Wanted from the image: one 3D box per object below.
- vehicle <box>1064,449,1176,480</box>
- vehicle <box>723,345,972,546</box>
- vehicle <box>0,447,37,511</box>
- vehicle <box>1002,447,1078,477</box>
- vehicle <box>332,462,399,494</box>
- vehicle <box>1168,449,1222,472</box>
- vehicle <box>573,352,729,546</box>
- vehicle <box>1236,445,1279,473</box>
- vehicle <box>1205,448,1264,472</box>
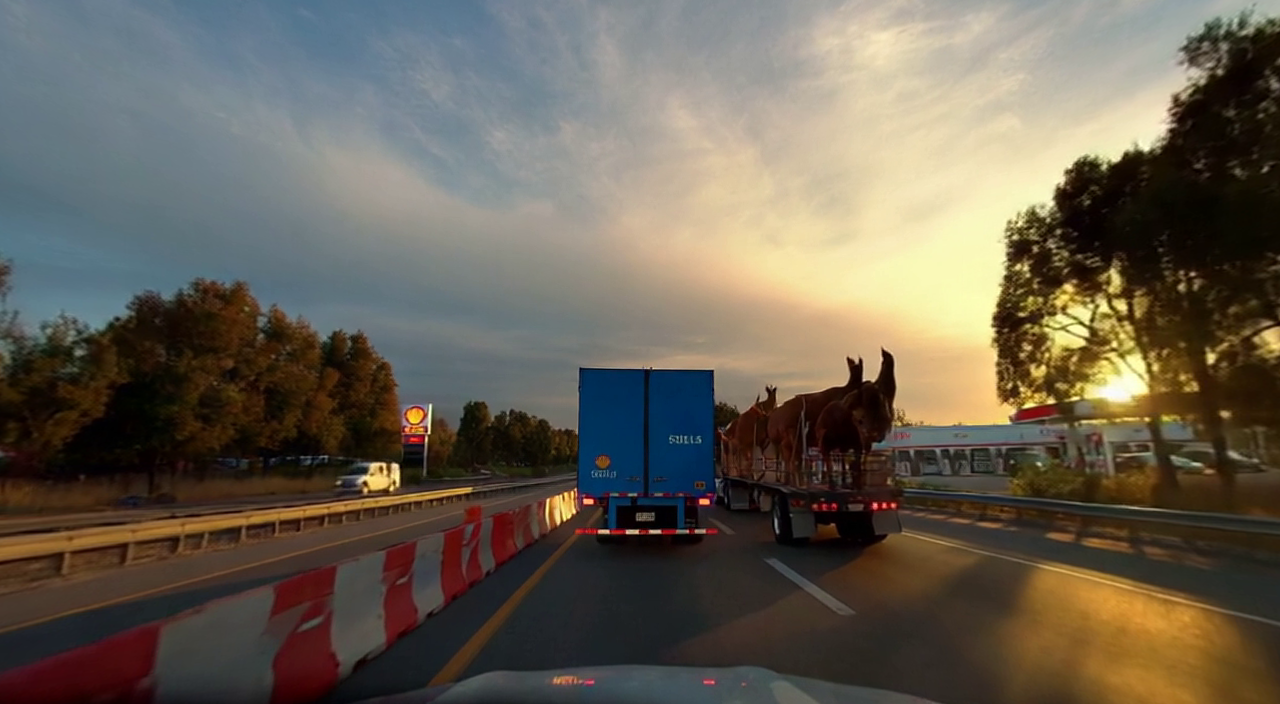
[{"bbox_3d":[24.582,5.820,32.526,1.762,1.470,4.485,3,-11,-10],"label":"vehicle"},{"bbox_3d":[4.384,2.545,16.284,2.936,3.640,9.443,1,-10,-2],"label":"vehicle"},{"bbox_3d":[-50.252,9.777,49.505,17.220,4.382,2.913,-9,-14,44],"label":"vehicle"},{"bbox_3d":[24.718,6.848,39.102,1.919,1.722,4.024,1,-10,-2],"label":"vehicle"},{"bbox_3d":[-16.872,7.765,39.017,1.981,1.824,4.637,1,-10,0],"label":"vehicle"},{"bbox_3d":[38.405,7.515,43.563,3.565,1.448,1.866,8,-13,-35],"label":"vehicle"},{"bbox_3d":[0.103,2.429,15.190,2.618,3.306,8.676,1,-10,-1],"label":"vehicle"},{"bbox_3d":[36.344,6.206,36.257,4.315,1.469,1.823,8,-12,-33],"label":"vehicle"},{"bbox_3d":[37.830,6.905,40.033,4.208,1.429,1.820,8,-13,-35],"label":"vehicle"}]
